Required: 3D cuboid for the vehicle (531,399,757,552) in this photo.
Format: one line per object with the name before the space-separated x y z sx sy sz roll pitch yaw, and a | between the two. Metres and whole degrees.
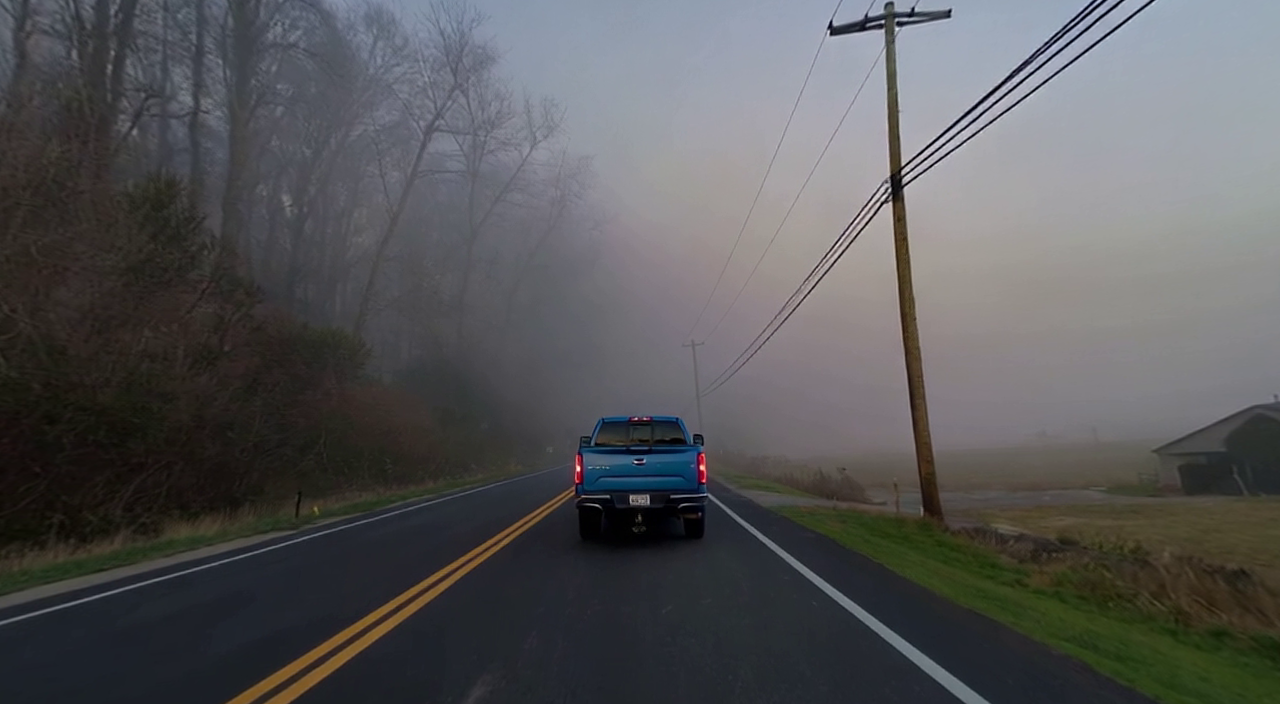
vehicle | 0.015 1.958 10.794 2.774 1.861 5.885 0 -8 -1
